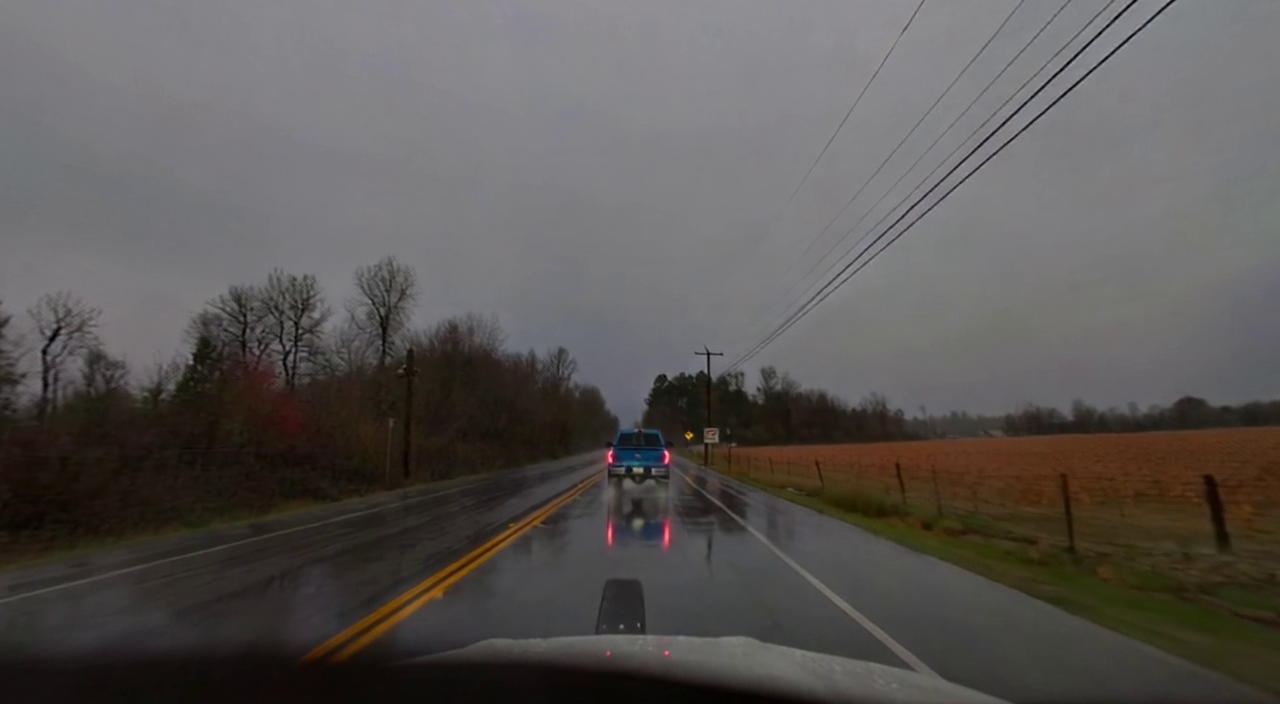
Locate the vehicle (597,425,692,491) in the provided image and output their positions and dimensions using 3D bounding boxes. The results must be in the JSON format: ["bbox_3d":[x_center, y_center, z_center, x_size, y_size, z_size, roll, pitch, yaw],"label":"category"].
[{"bbox_3d":[0.098,3.837,23.246,2.921,2.031,7.416,0,-9,-1],"label":"vehicle"}]
